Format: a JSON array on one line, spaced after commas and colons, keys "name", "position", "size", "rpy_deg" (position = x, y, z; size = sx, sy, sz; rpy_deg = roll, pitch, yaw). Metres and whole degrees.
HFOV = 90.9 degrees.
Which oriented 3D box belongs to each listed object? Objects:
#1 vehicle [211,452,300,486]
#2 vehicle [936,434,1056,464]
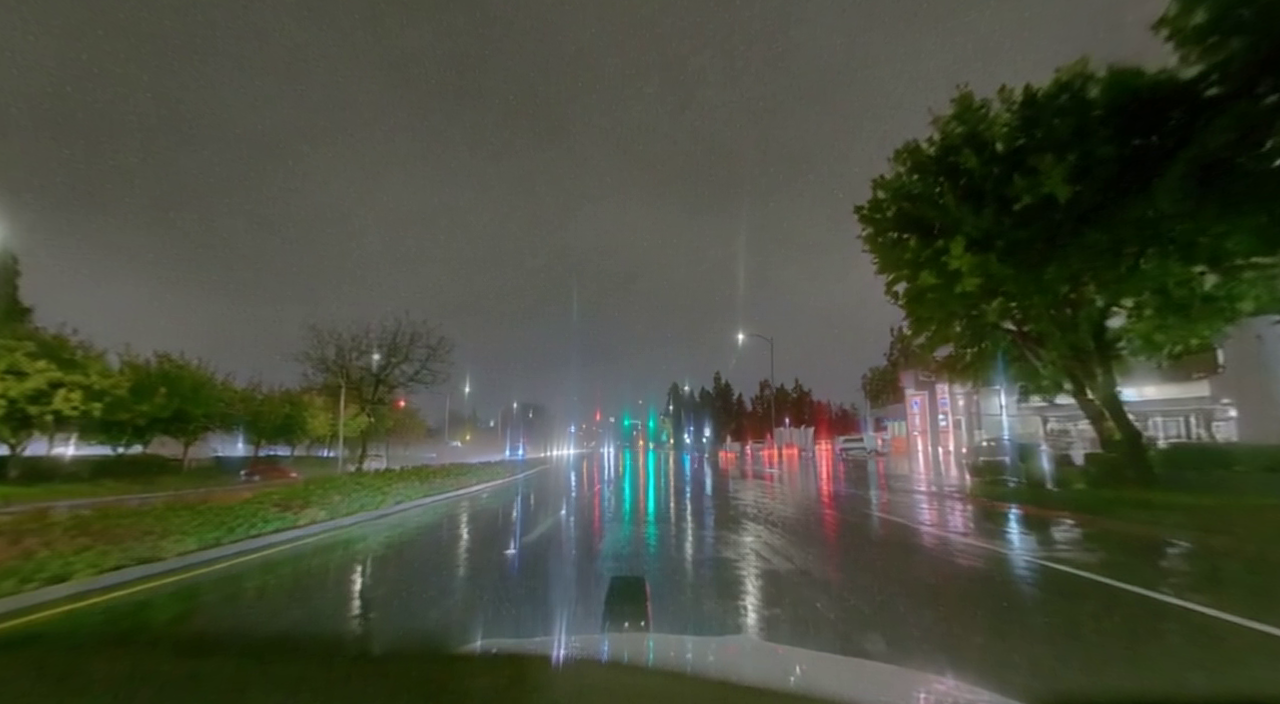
[{"name": "vehicle", "position": [-22.559, 6.851, 37.259], "size": [2.067, 1.743, 5.056], "rpy_deg": [0, -8, -1]}, {"name": "vehicle", "position": [17.967, 4.931, 32.011], "size": [4.813, 1.464, 2.073], "rpy_deg": [0, -9, -1]}]
